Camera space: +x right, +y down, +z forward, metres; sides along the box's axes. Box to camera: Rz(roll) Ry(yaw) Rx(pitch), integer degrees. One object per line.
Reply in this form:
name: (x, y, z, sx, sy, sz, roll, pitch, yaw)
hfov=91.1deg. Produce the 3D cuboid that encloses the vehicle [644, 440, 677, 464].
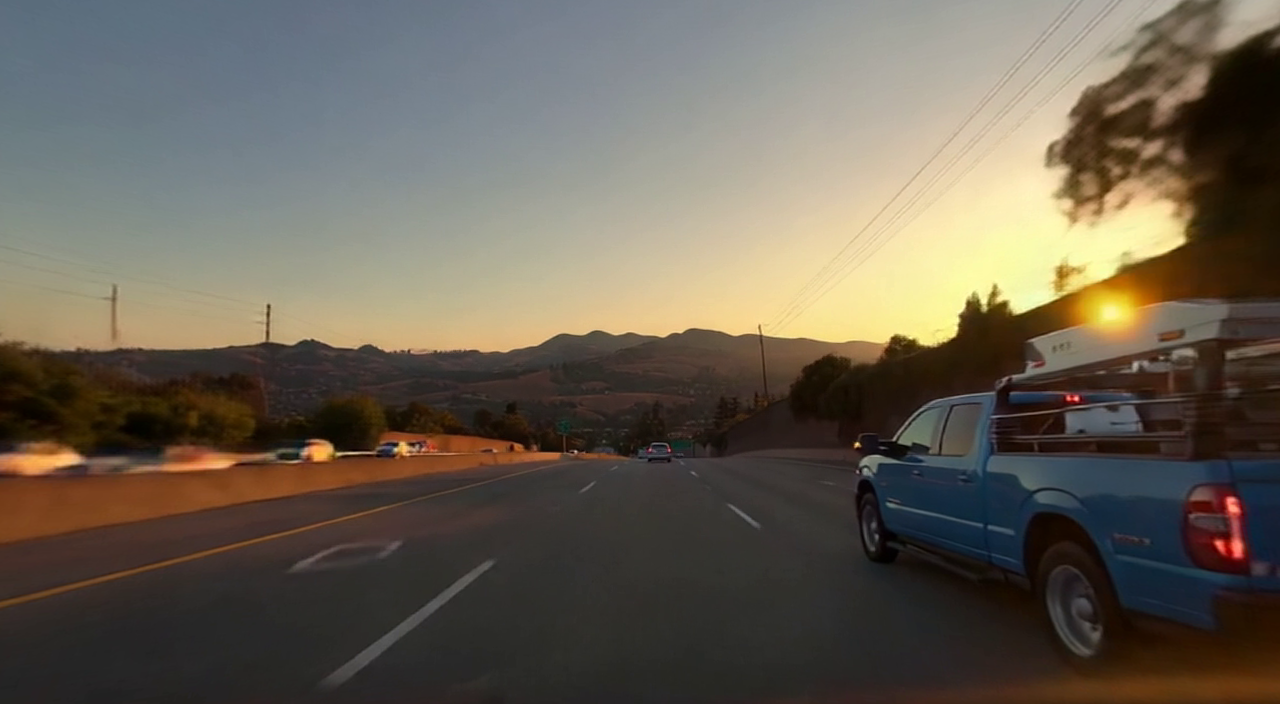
vehicle: (1.325, 6.726, 42.298, 2.034, 1.549, 4.147, 0, -9, 0)

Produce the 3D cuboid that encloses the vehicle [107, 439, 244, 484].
vehicle: (-18.169, 4.283, 24.883, 1.982, 1.612, 4.409, -1, -9, 2)

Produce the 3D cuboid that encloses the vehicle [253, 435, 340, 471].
vehicle: (-21.317, 6.287, 39.315, 2.223, 2.067, 5.374, -1, -9, 2)

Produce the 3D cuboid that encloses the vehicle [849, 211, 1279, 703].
vehicle: (3.833, 0.830, 4.346, 2.538, 2.228, 6.370, 0, -9, 0)
